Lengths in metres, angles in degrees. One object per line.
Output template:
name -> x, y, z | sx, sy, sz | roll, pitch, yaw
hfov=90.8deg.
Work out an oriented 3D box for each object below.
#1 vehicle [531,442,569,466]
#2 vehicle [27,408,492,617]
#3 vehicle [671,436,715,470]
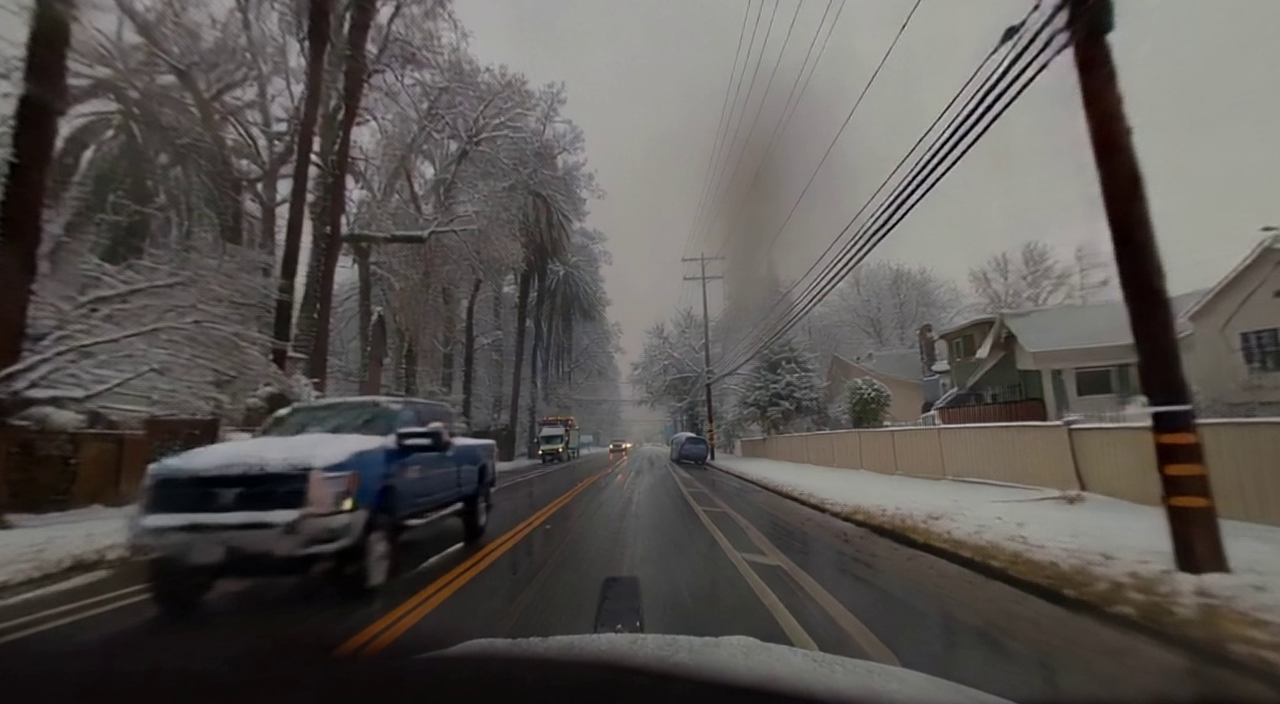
vehicle -> -6.494, 7.420, 46.022 | 1.935, 1.655, 4.409 | 0, -9, 2
vehicle -> -3.737, 1.707, 7.955 | 2.336, 1.669, 5.581 | 0, -8, 1
vehicle -> 3.056, 5.942, 37.451 | 2.168, 1.851, 4.861 | 0, -8, -1
